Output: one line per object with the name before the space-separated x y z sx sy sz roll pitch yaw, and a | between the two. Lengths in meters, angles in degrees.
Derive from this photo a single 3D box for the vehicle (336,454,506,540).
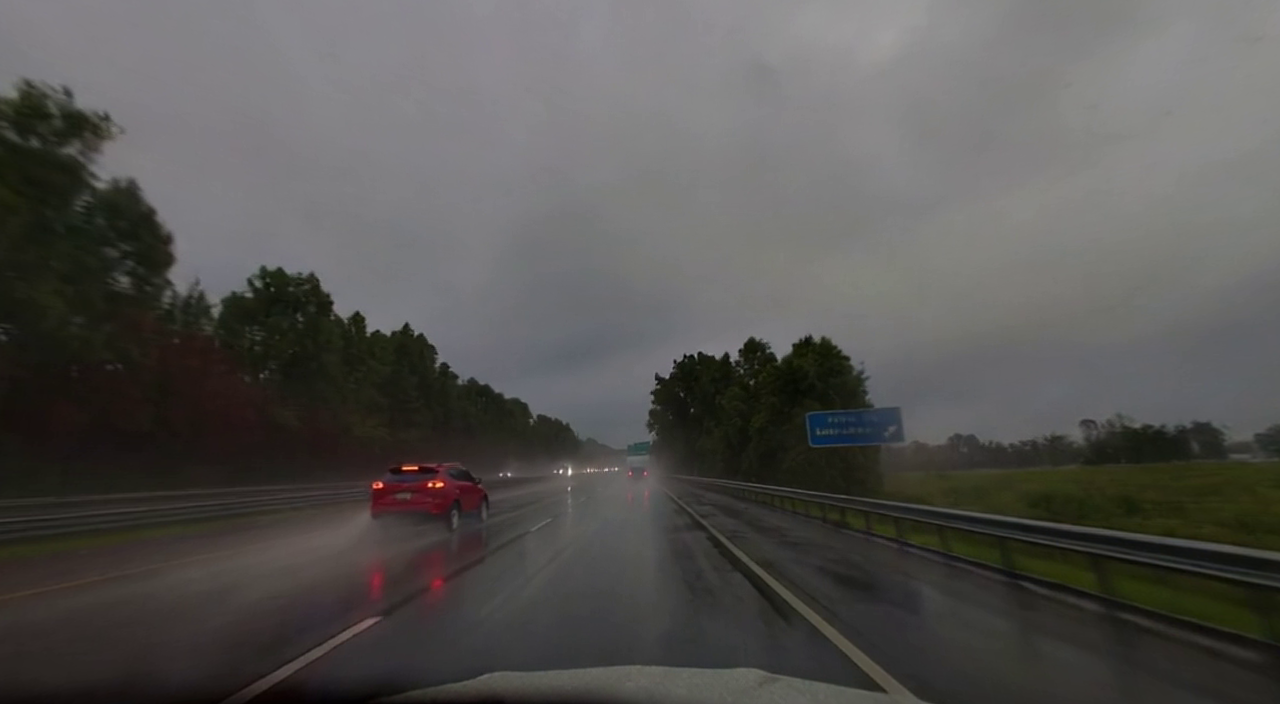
vehicle | -4.377 2.999 13.467 2.003 1.479 4.363 1 -11 0
